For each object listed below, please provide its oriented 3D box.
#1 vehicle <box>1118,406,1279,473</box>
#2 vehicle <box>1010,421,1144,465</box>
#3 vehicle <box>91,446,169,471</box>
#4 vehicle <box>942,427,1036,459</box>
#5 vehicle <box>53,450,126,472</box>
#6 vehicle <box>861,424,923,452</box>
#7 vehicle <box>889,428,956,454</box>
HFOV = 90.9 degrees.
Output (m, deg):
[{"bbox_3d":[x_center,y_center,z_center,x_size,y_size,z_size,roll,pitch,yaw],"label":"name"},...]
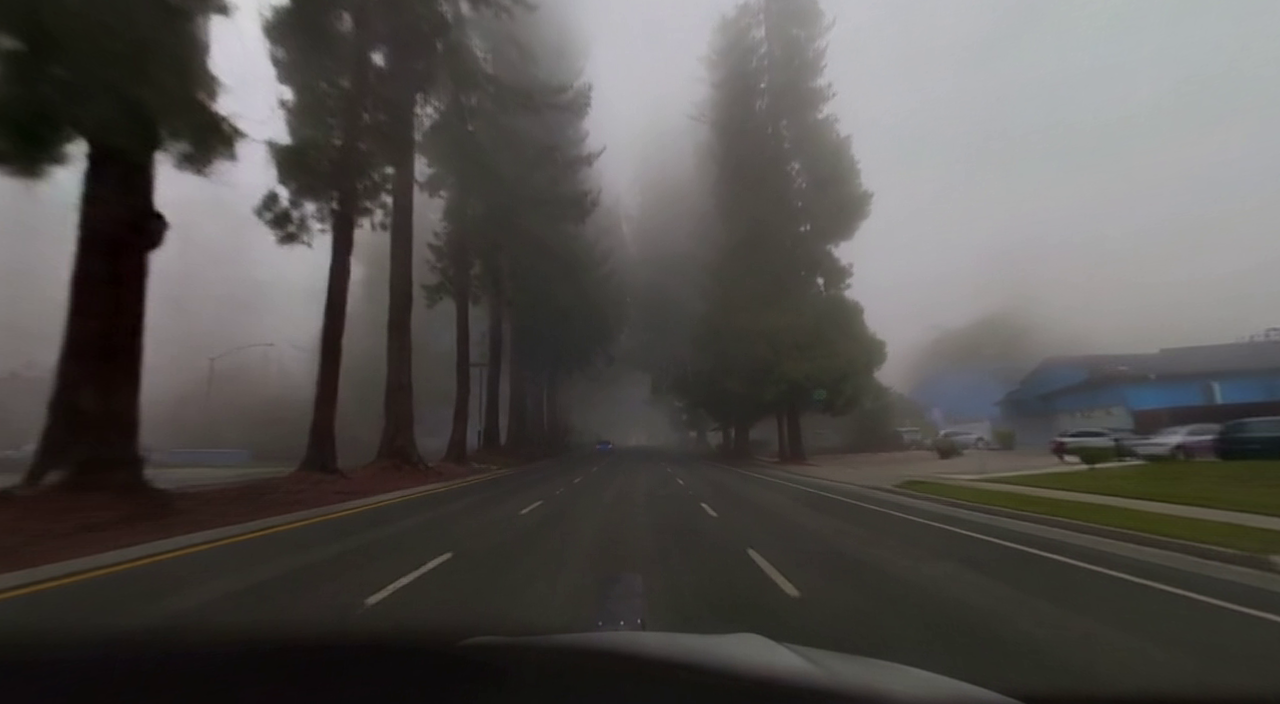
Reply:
[{"bbox_3d":[16.481,2.536,18.211,2.046,1.714,4.199,-1,-8,2],"label":"vehicle"},{"bbox_3d":[16.606,3.513,24.304,1.968,1.511,4.497,0,-8,1],"label":"vehicle"},{"bbox_3d":[-37.669,7.864,46.692,1.900,1.685,4.572,0,-8,1],"label":"vehicle"},{"bbox_3d":[16.950,4.472,30.915,1.804,1.468,4.699,0,-8,-2],"label":"vehicle"},{"bbox_3d":[-40.469,8.012,46.447,1.908,1.429,3.780,-1,-8,2],"label":"vehicle"},{"bbox_3d":[17.438,6.000,43.989,2.094,1.813,5.789,-1,-8,1],"label":"vehicle"},{"bbox_3d":[17.007,5.406,38.198,1.825,1.458,4.689,0,-8,0],"label":"vehicle"}]
